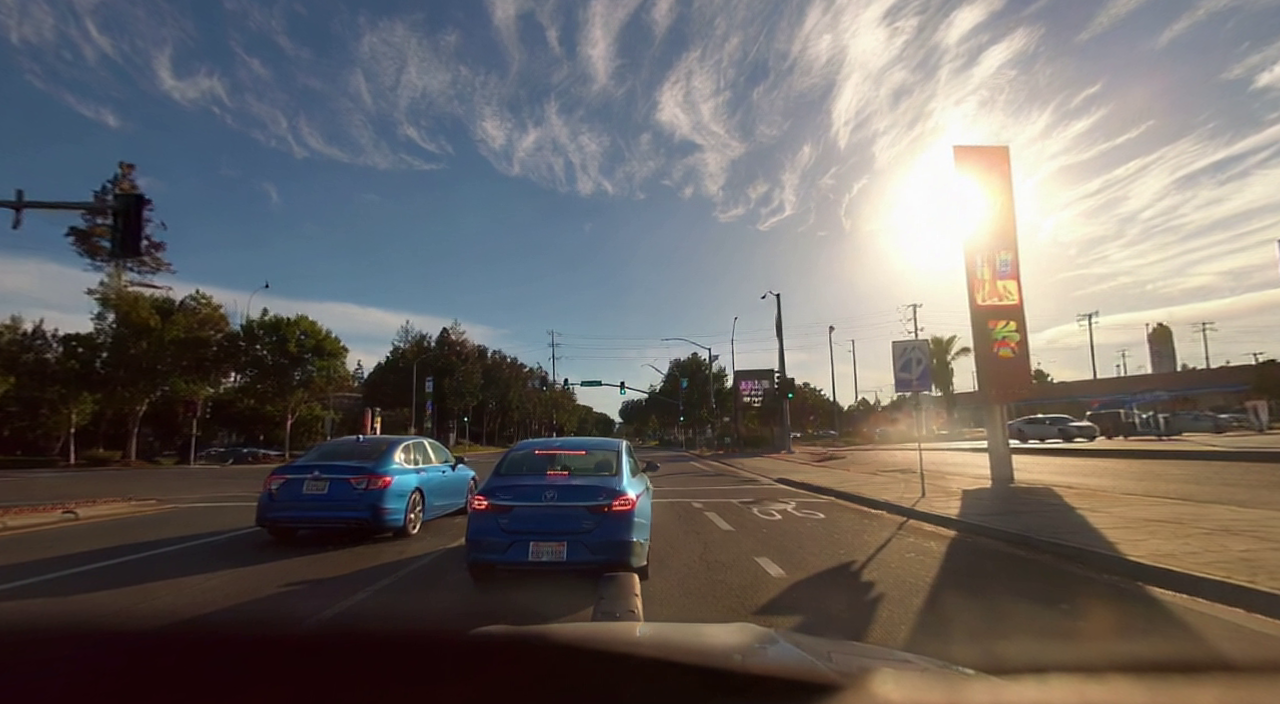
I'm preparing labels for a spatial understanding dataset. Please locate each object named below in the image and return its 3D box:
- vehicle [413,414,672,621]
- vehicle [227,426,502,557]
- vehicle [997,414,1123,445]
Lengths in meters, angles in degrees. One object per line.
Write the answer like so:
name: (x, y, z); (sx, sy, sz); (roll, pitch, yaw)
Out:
vehicle: (-0.648, 1.548, 6.963); (1.916, 1.510, 4.447); (0, -8, 2)
vehicle: (-3.756, 1.983, 9.830); (1.995, 1.506, 4.773); (0, -8, 2)
vehicle: (21.164, 3.936, 31.995); (4.874, 1.502, 2.048); (0, -8, 0)
